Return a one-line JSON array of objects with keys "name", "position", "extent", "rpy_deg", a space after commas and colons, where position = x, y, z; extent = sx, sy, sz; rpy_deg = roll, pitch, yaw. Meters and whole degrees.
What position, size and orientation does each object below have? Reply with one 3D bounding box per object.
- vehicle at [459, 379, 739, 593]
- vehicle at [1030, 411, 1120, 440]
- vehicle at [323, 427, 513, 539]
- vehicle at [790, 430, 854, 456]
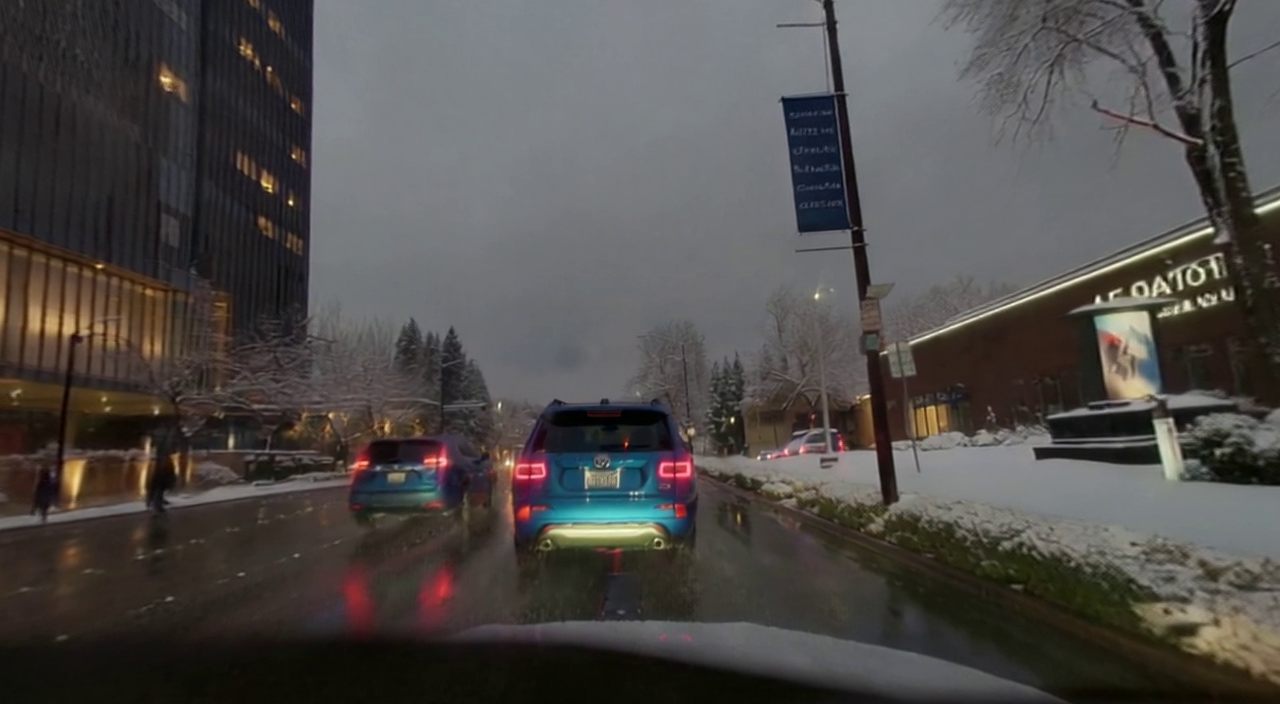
[{"name": "vehicle", "position": [-0.437, 1.534, 8.020], "extent": [2.531, 1.930, 4.382], "rpy_deg": [0, -8, -2]}, {"name": "vehicle", "position": [24.470, 4.163, 35.634], "extent": [3.826, 1.544, 1.754], "rpy_deg": [1, -9, -5]}, {"name": "vehicle", "position": [-3.781, 2.292, 11.767], "extent": [1.971, 1.658, 4.428], "rpy_deg": [0, -8, -1]}, {"name": "vehicle", "position": [10.621, 5.291, 36.787], "extent": [1.877, 1.416, 3.965], "rpy_deg": [-8, -12, 44]}]
